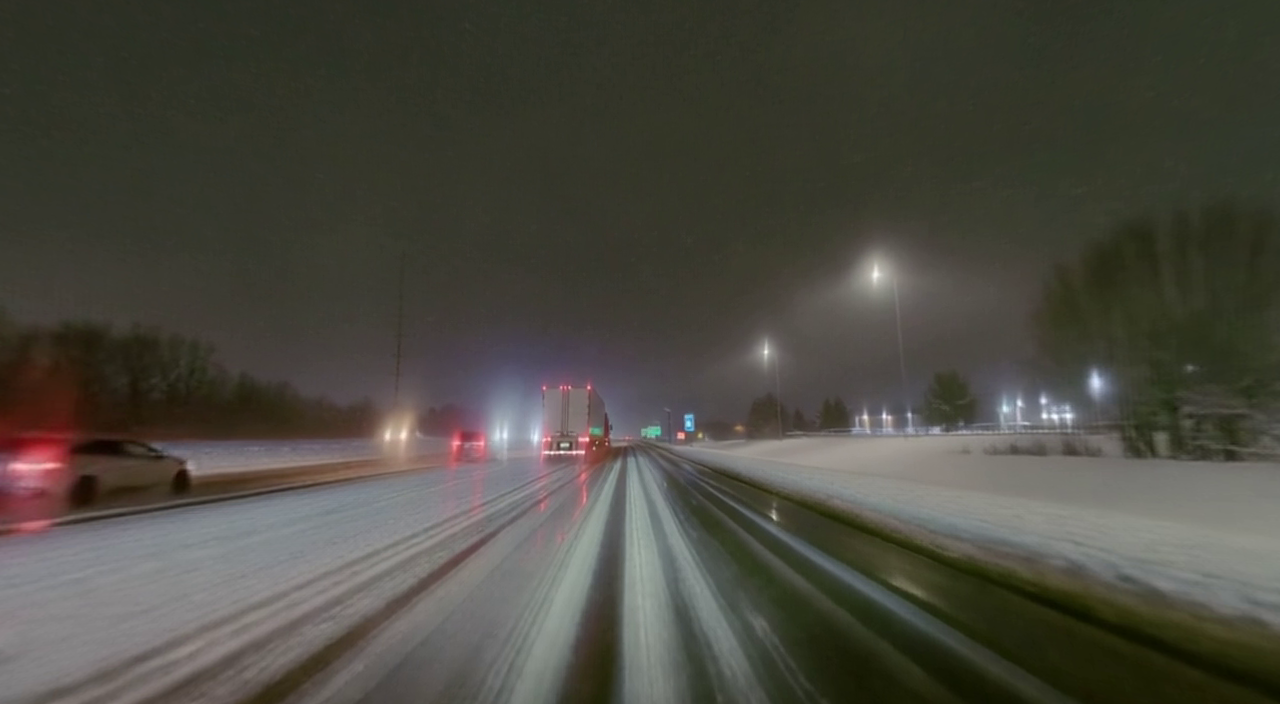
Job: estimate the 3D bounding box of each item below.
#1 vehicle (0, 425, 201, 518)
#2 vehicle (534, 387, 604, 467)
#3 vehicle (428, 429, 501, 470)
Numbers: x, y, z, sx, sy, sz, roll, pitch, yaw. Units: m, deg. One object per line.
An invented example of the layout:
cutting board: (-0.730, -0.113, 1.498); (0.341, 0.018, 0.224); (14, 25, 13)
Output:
vehicle: (-11.186, 2.201, 12.237); (1.959, 1.460, 4.661); (0, -8, -1)
vehicle: (-3.943, 4.662, 37.953); (3.002, 3.987, 12.477); (-1, -8, -1)
vehicle: (-7.839, 4.368, 28.552); (2.075, 1.691, 4.431); (0, -8, 0)
